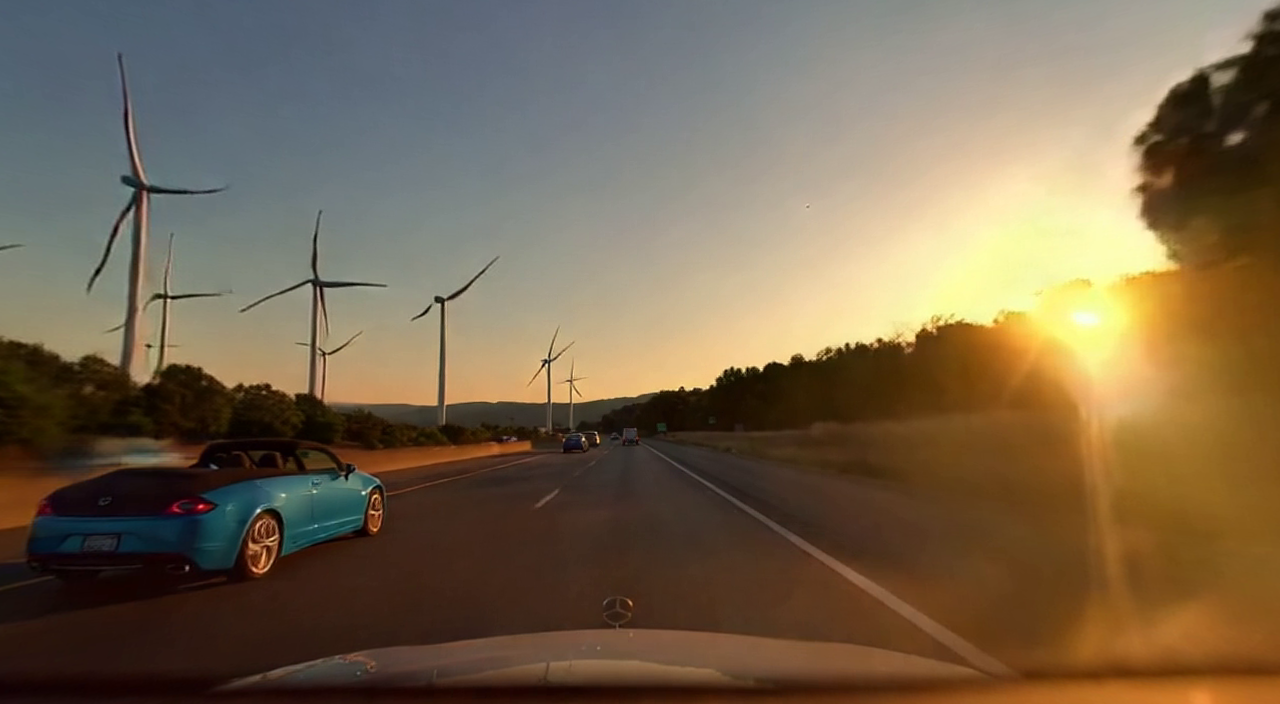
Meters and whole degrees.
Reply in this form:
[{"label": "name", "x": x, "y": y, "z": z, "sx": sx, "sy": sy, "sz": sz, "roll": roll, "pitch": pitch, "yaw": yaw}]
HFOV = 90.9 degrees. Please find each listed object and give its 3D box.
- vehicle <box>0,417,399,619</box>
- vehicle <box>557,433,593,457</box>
[{"label": "vehicle", "x": -4.304, "y": 1.458, "z": 6.603, "sx": 1.969, "sy": 1.413, "sz": 4.194, "roll": 0, "pitch": -8, "yaw": -1}, {"label": "vehicle", "x": -4.157, "y": 5.996, "z": 40.723, "sx": 2.024, "sy": 1.456, "sz": 3.754, "roll": 0, "pitch": -8, "yaw": -1}]
